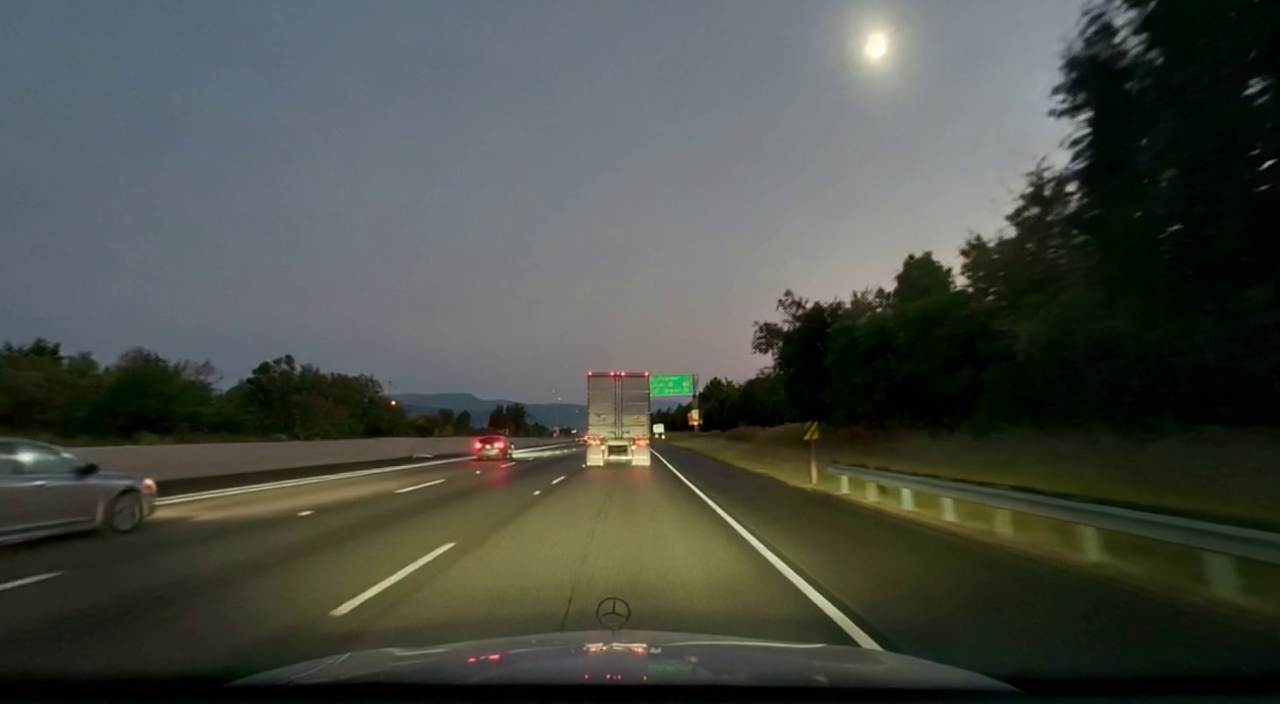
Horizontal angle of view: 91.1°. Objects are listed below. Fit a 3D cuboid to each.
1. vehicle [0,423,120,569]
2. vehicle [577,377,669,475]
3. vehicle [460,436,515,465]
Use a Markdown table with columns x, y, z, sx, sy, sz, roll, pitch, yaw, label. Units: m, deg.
| x | y | z | sx | sy | sz | roll | pitch | yaw | label |
| --- | --- | --- | --- | --- | --- | --- | --- | --- | --- |
| -7.474 | 1.413 | 5.990 | 1.856 | 1.479 | 3.710 | 0 | -8 | -1 | vehicle |
| -0.733 | 3.455 | 28.314 | 3.033 | 3.223 | 14.836 | 1 | -8 | -1 | vehicle |
| -8.085 | 5.229 | 33.736 | 1.949 | 1.437 | 4.296 | 0 | -8 | -1 | vehicle |
